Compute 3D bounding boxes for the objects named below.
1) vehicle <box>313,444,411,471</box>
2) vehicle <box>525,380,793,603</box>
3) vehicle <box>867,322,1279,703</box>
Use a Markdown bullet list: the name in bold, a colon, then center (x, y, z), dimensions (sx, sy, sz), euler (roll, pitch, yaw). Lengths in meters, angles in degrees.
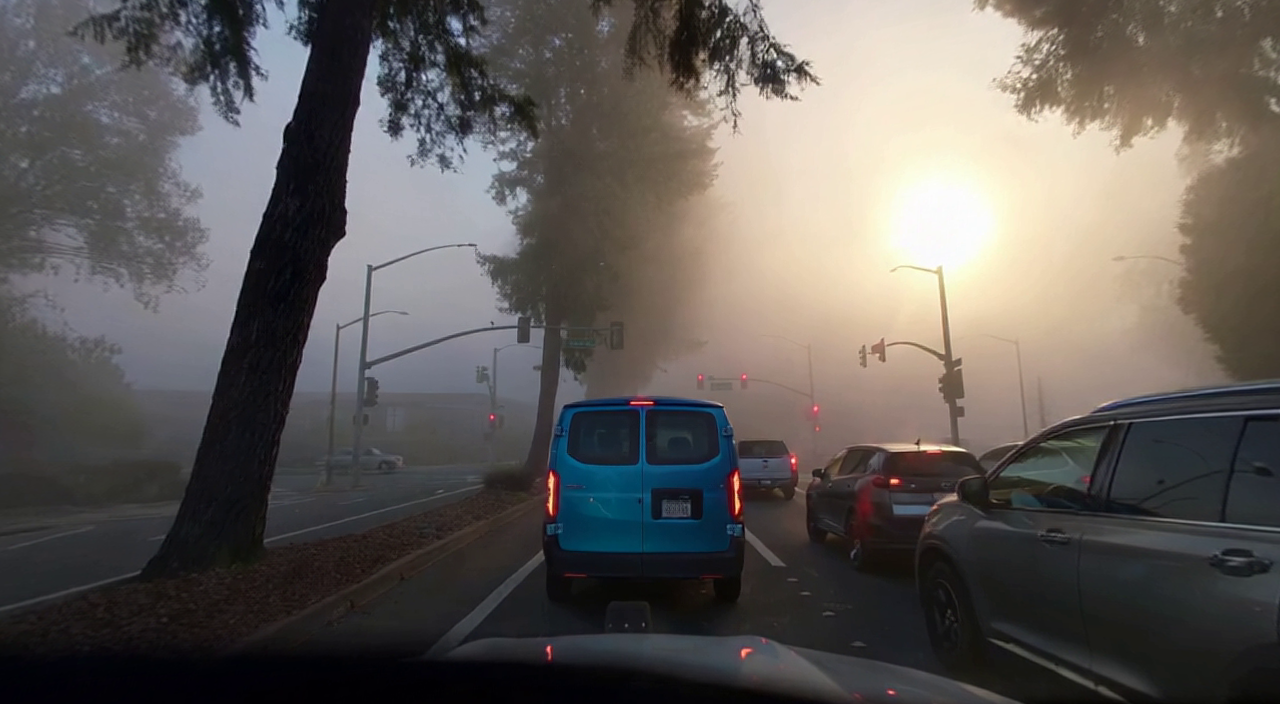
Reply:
- **vehicle**: center (-15.808, 6.008, 36.002), dimensions (4.664, 1.449, 1.992), euler (1, -8, -7)
- **vehicle**: center (0.171, 1.466, 7.440), dimensions (2.185, 1.822, 4.391), euler (0, -8, 0)
- **vehicle**: center (2.893, 0.950, 3.178), dimensions (1.971, 1.663, 4.287), euler (0, -8, 2)
